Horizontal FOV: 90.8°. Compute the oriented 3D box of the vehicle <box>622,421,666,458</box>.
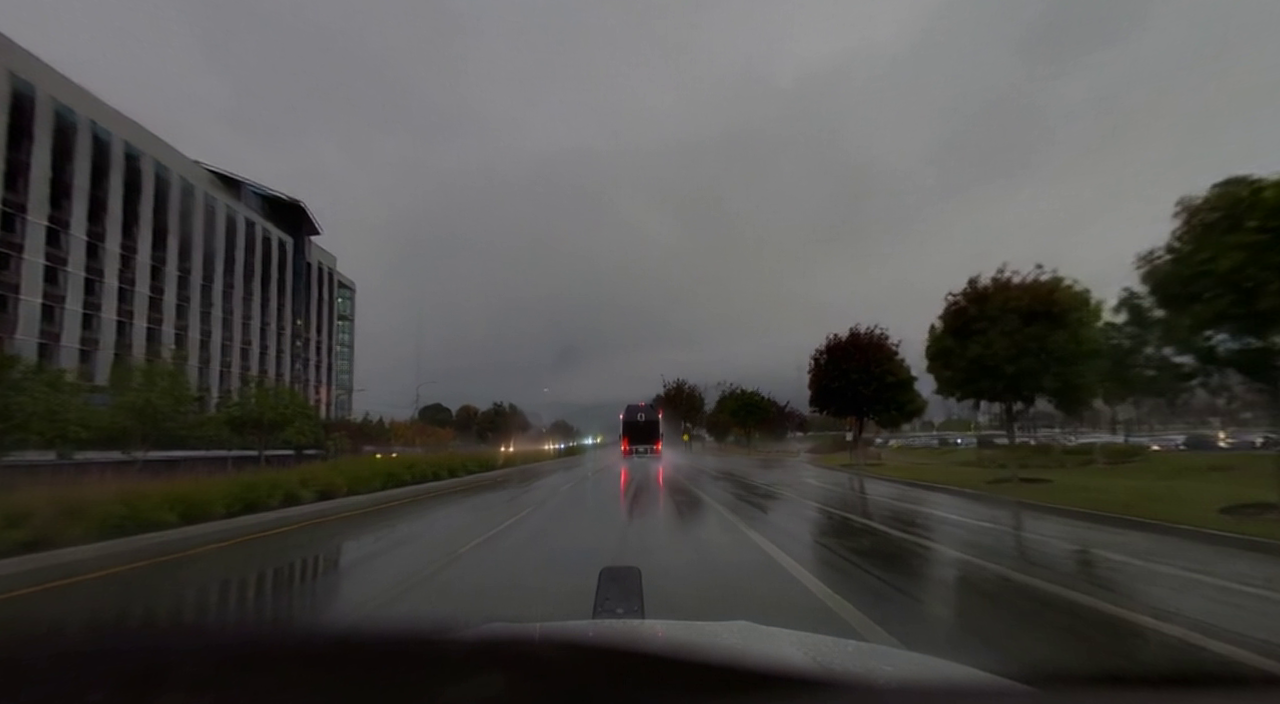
[{"bbox_3d":[0.122,4.779,34.407,2.178,1.829,4.932,0,-8,-2],"label":"vehicle"}]
